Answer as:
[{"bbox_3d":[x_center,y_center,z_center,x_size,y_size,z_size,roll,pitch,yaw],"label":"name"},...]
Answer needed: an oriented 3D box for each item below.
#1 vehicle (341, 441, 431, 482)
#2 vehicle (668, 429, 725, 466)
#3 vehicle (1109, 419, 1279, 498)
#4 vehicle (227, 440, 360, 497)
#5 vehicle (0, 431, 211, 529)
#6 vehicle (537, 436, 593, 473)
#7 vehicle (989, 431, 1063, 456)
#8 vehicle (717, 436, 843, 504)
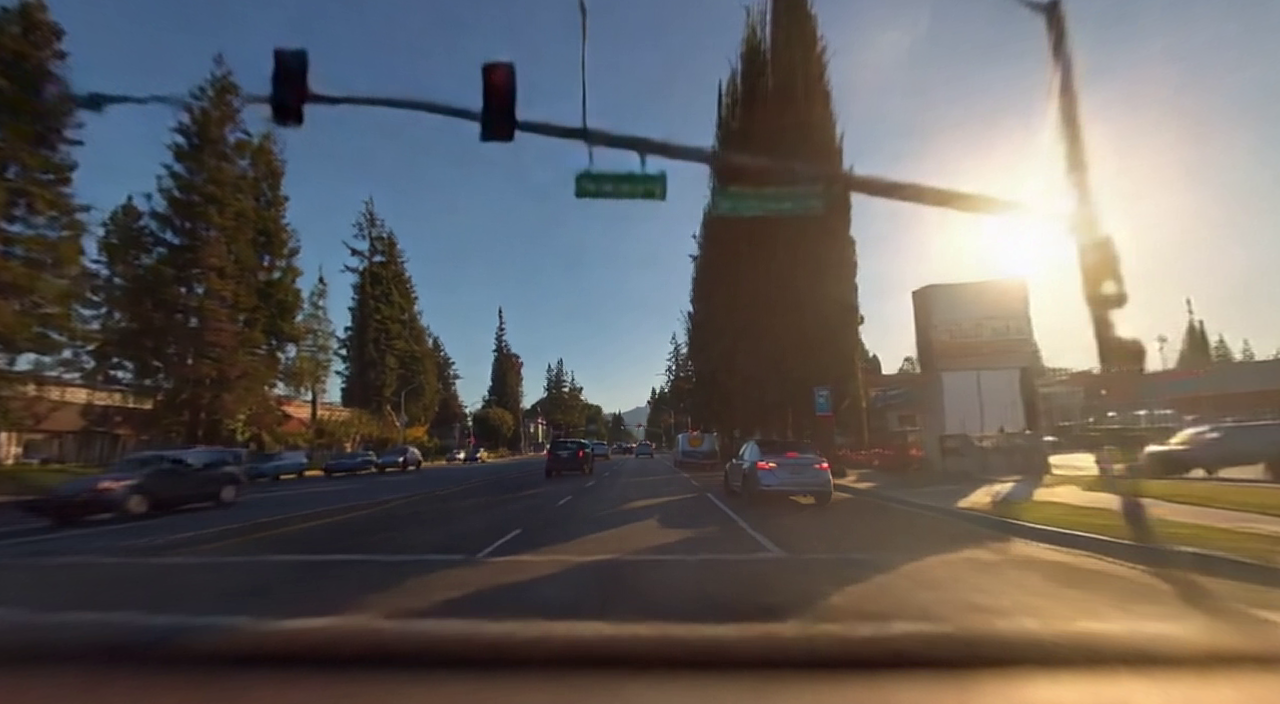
[{"bbox_3d":[-11.328,4.881,28.553,2.004,1.509,4.932,-2,-6,1],"label":"vehicle"},{"bbox_3d":[3.558,6.190,41.165,3.245,2.199,6.295,0,-8,1],"label":"vehicle"},{"bbox_3d":[17.124,2.866,17.617,2.766,1.917,6.394,-1,-7,-5],"label":"vehicle"},{"bbox_3d":[-11.383,3.802,21.140,1.909,1.467,4.522,-2,-6,0],"label":"vehicle"},{"bbox_3d":[-11.618,2.526,13.102,2.091,1.644,4.645,0,-8,0],"label":"vehicle"},{"bbox_3d":[-3.736,5.221,32.322,2.250,1.713,4.422,0,-8,1],"label":"vehicle"},{"bbox_3d":[24.121,5.754,39.597,1.921,1.463,4.380,0,-8,0],"label":"vehicle"},{"bbox_3d":[3.382,2.951,16.304,2.095,1.475,4.686,0,-8,-1],"label":"vehicle"}]
